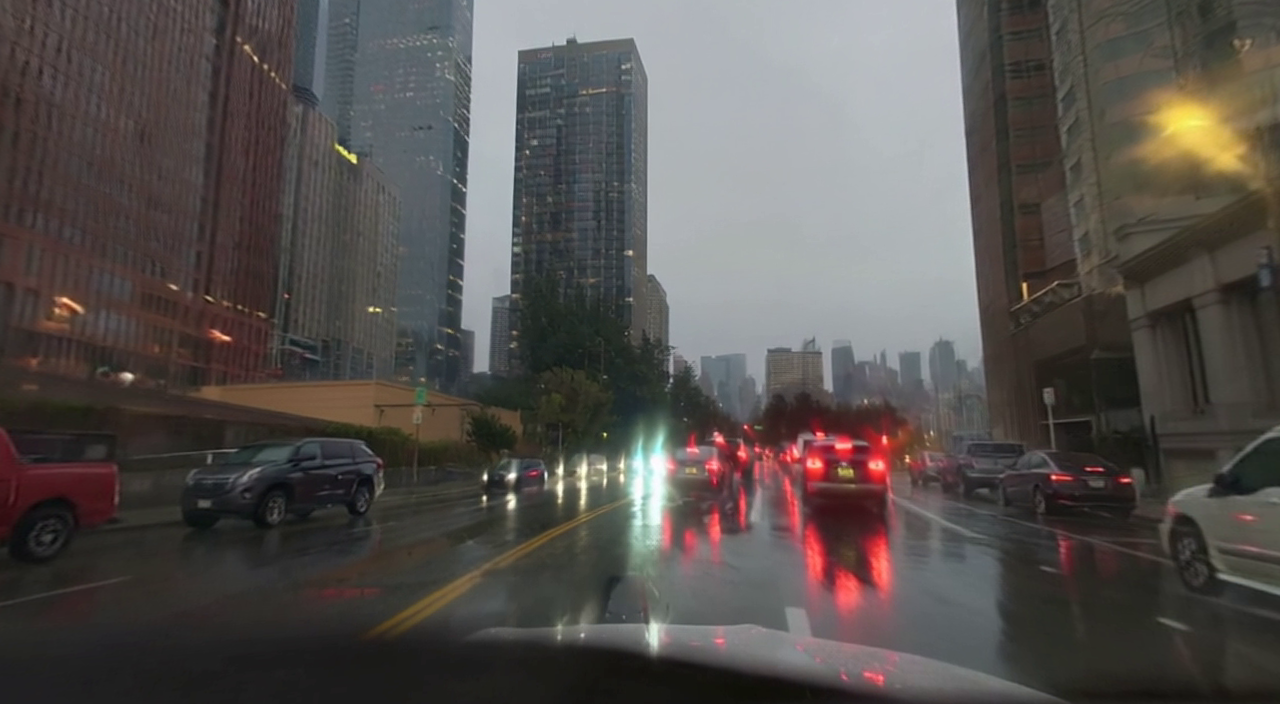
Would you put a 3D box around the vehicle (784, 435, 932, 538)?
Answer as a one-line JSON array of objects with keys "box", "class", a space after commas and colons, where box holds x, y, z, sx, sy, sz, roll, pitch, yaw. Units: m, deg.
[{"box": [3.760, 2.338, 11.668, 1.982, 1.510, 4.144, -2, -9, 11], "class": "vehicle"}]

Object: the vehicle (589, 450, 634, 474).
[{"box": [-1.864, 7.333, 42.281, 2.040, 1.492, 4.318, -2, -9, 11], "class": "vehicle"}]

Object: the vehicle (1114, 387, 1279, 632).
[{"box": [5.717, 1.137, 4.451, 2.088, 1.775, 4.454, -2, -9, 14], "class": "vehicle"}]

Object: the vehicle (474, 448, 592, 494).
[{"box": [-3.820, 4.313, 23.321, 1.928, 1.503, 4.322, -5, -10, 31], "class": "vehicle"}]

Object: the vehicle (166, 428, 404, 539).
[{"box": [-7.375, 2.709, 13.713, 1.934, 1.770, 4.546, -9, -10, 12], "class": "vehicle"}]

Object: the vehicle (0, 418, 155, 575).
[{"box": [-8.788, 1.664, 7.111, 2.070, 1.854, 4.985, -2, -9, 11], "class": "vehicle"}]

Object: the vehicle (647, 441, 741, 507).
[{"box": [1.507, 3.051, 16.227, 2.031, 1.461, 3.763, -2, -9, 11], "class": "vehicle"}]

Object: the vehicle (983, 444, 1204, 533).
[{"box": [9.156, 2.716, 13.364, 1.901, 1.500, 4.729, -2, -9, 11], "class": "vehicle"}]
